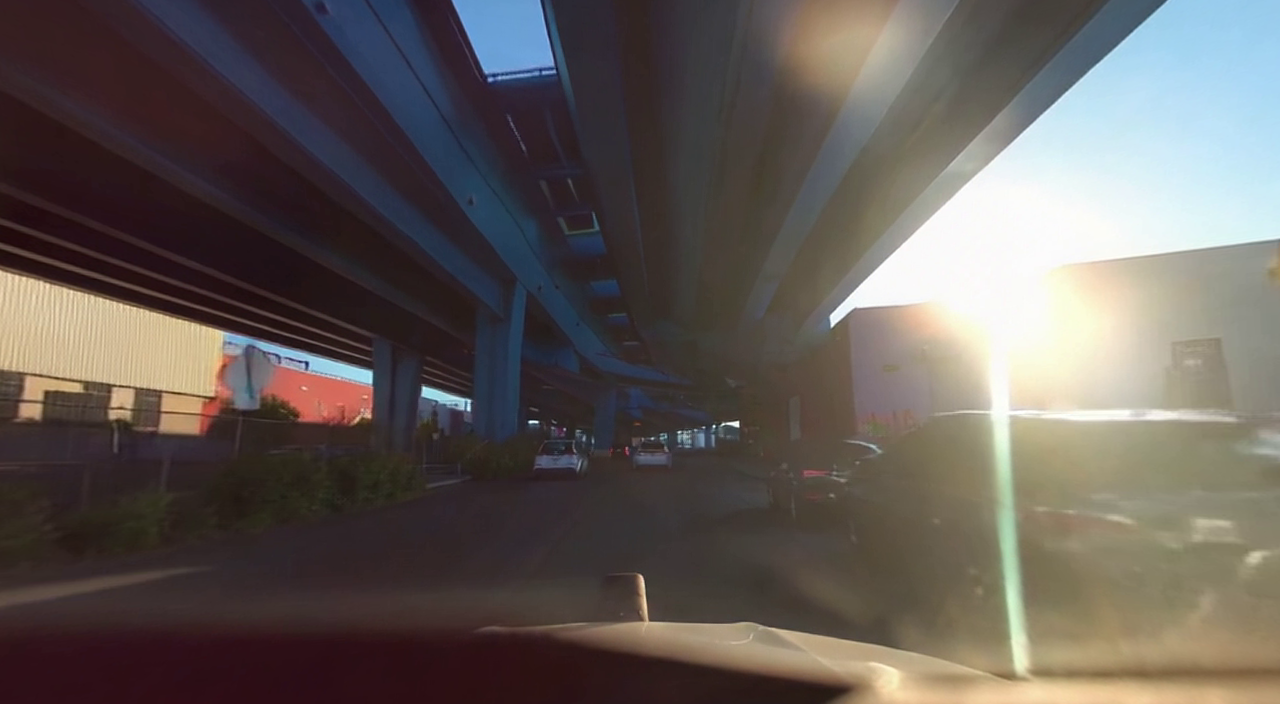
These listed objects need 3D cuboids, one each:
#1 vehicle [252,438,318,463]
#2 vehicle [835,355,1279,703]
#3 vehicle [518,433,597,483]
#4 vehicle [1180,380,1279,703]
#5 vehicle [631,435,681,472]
[{"bbox_3d":[-27.205,7.539,48.619,2.174,1.824,4.764,0,-8,2],"label":"vehicle"},{"bbox_3d":[3.351,1.211,5.421,2.043,1.796,4.242,0,-8,1],"label":"vehicle"},{"bbox_3d":[-2.750,3.667,22.159,2.024,1.533,4.549,0,-8,2],"label":"vehicle"},{"bbox_3d":[3.288,0.663,0.579,1.983,1.589,4.010,0,-8,0],"label":"vehicle"},{"bbox_3d":[0.742,4.681,29.279,2.155,1.571,3.734,0,-8,2],"label":"vehicle"}]
